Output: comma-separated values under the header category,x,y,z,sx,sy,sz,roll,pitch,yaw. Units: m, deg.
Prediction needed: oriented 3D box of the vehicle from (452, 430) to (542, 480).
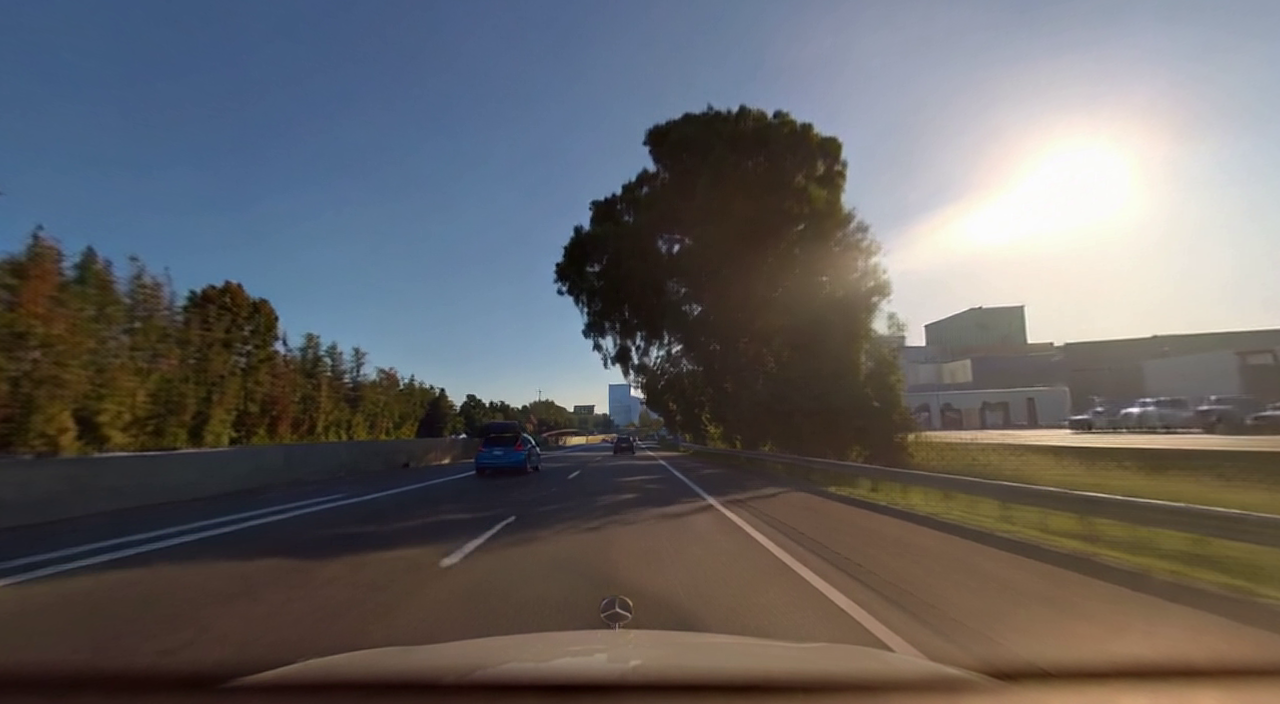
category,x,y,z,sx,sy,sz,roll,pitch,yaw
vehicle,-5.021,3.670,22.850,2.189,1.580,4.607,0,-8,0

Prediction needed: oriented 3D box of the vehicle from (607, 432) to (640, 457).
category,x,y,z,sx,sy,sz,roll,pitch,yaw
vehicle,-1.132,6.318,43.244,2.151,1.618,3.898,0,-8,-1
